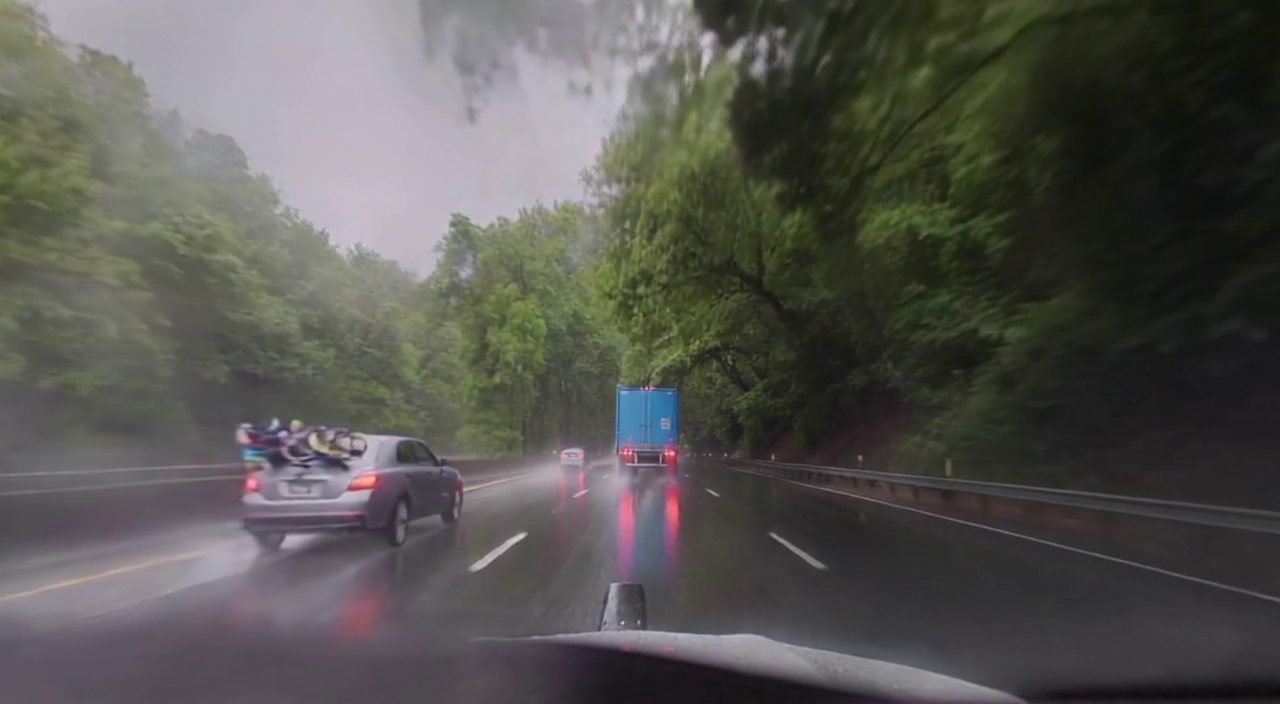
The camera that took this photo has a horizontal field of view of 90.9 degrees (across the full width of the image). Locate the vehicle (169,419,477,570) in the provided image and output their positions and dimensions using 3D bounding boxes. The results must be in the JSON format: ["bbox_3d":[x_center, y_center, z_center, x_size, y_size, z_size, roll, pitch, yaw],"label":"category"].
[{"bbox_3d":[-4.084,1.927,9.305,2.018,1.632,4.722,0,-9,1],"label":"vehicle"}]

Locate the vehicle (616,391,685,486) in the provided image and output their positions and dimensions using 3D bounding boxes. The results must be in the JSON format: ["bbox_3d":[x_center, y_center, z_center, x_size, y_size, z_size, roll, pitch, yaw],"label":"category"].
[{"bbox_3d":[0.560,4.232,30.364,2.821,3.878,8.925,0,-9,2],"label":"vehicle"}]

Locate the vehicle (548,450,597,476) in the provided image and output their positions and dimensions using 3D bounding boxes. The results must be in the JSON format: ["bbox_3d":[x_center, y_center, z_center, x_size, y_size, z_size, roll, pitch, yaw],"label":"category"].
[{"bbox_3d":[-3.800,6.351,36.348,2.133,1.358,4.870,0,-9,2],"label":"vehicle"}]
